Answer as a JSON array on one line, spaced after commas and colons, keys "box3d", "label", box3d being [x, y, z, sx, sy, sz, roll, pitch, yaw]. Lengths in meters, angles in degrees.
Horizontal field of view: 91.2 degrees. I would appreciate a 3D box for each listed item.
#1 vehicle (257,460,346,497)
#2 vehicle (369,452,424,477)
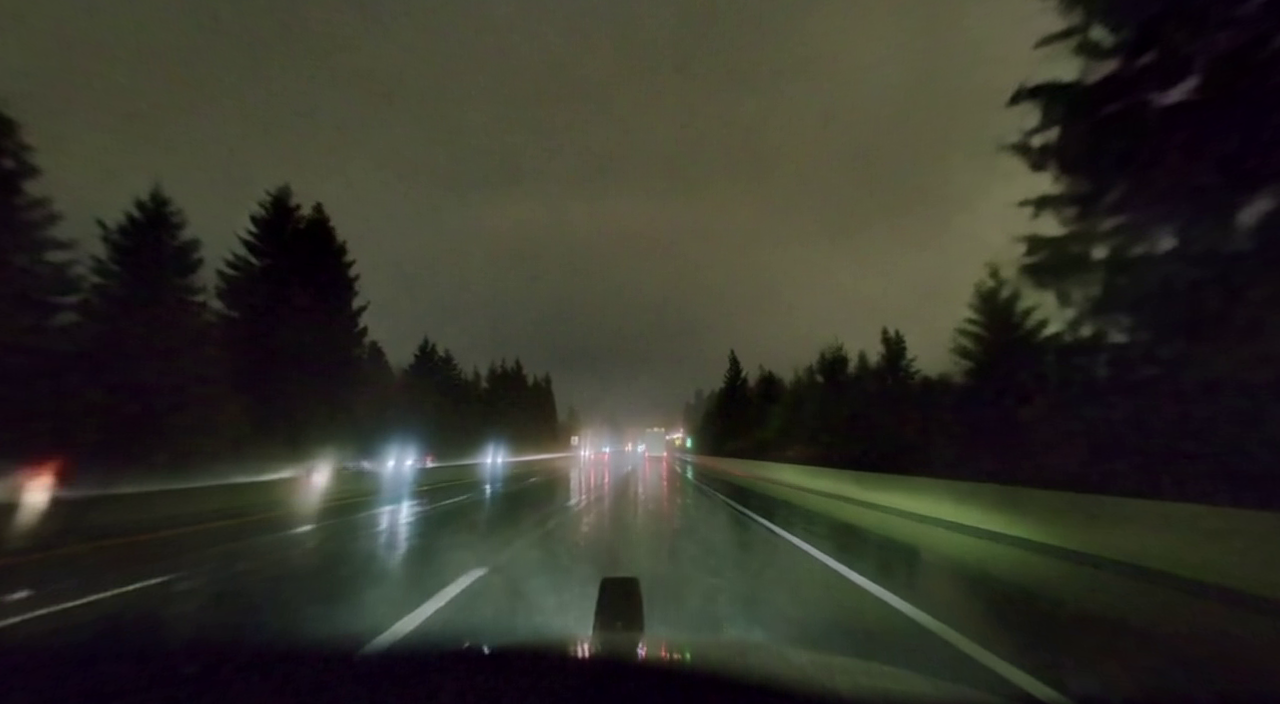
[{"box3d": [-15.132, 5.650, 28.272, 1.794, 1.466, 3.854, 0, -9, 1], "label": "vehicle"}, {"box3d": [-19.005, 8.762, 49.162, 2.088, 1.792, 5.243, 0, -9, 2], "label": "vehicle"}]
